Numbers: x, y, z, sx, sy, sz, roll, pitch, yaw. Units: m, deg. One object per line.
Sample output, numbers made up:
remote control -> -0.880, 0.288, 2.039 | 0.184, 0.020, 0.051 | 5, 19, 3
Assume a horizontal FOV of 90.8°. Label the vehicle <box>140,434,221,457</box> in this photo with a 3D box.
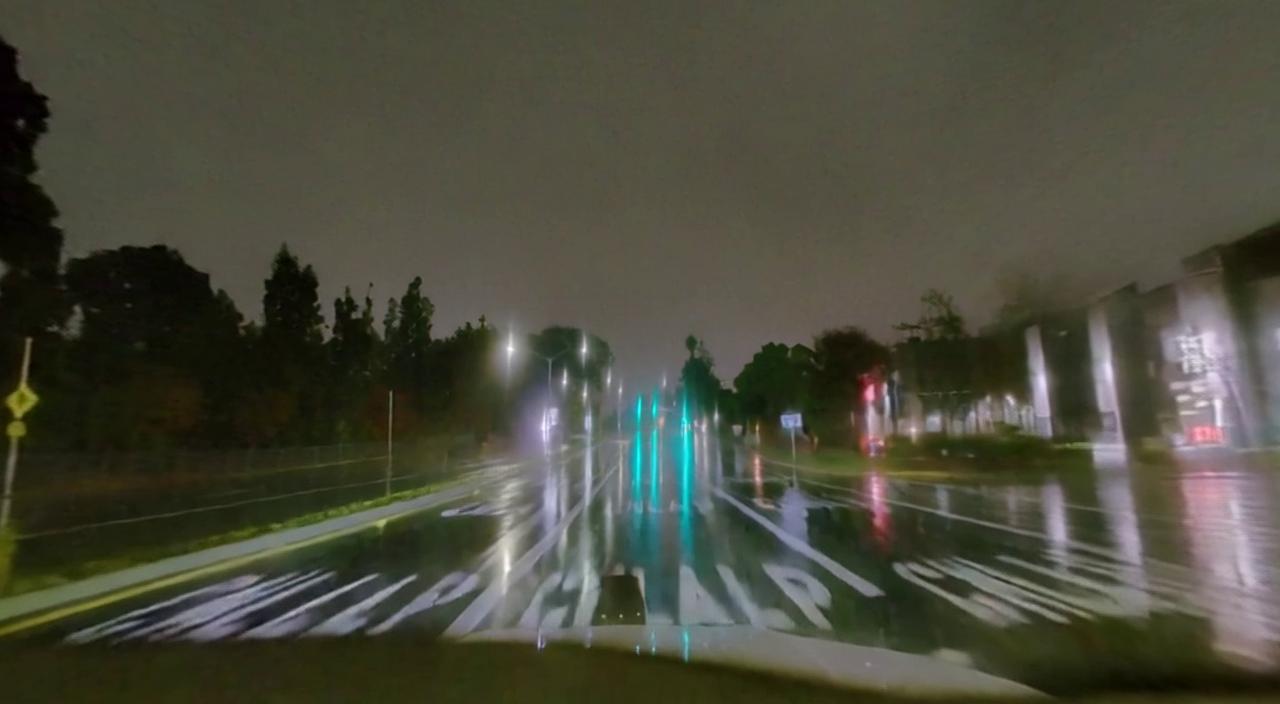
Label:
vehicle -> -33.584, 6.847, 46.212 | 4.322, 1.564, 2.204 | -1, -10, 9
